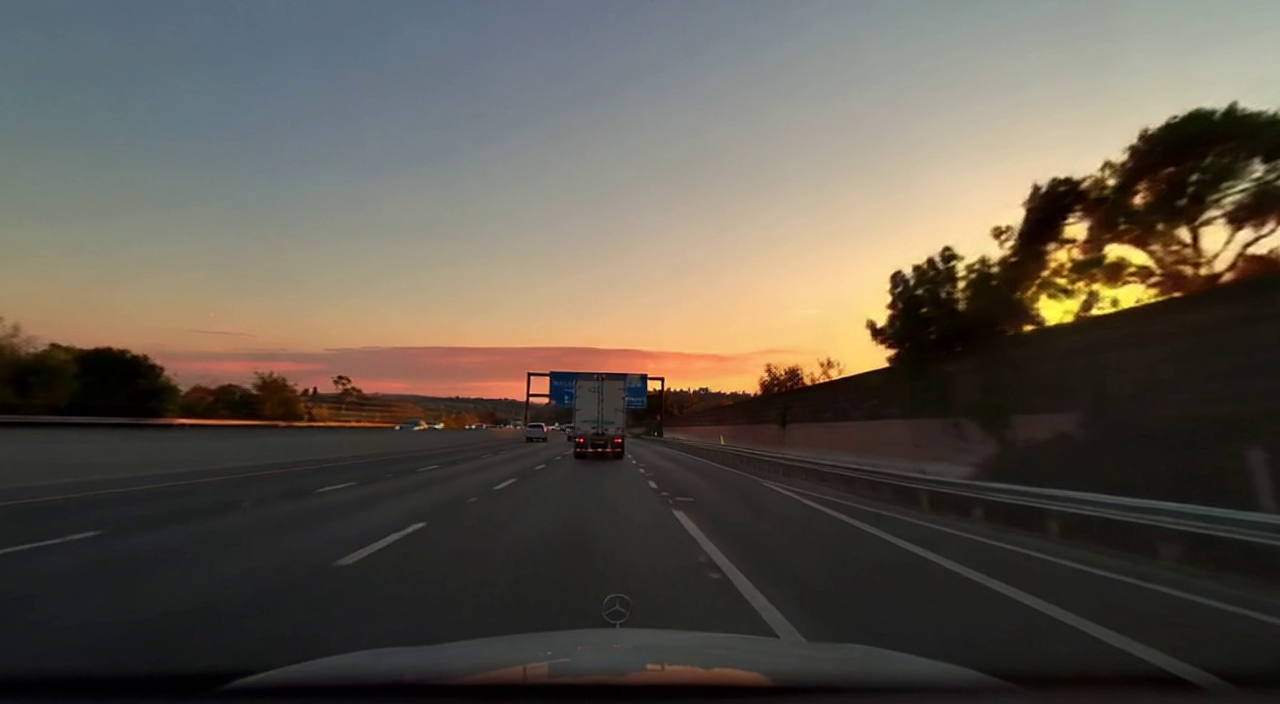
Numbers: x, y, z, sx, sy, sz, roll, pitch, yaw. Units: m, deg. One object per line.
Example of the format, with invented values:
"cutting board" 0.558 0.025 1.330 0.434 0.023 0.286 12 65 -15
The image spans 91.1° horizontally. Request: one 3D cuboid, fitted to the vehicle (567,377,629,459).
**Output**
"vehicle" -2.433 4.045 37.077 3.002 3.987 12.477 1 -8 -4
